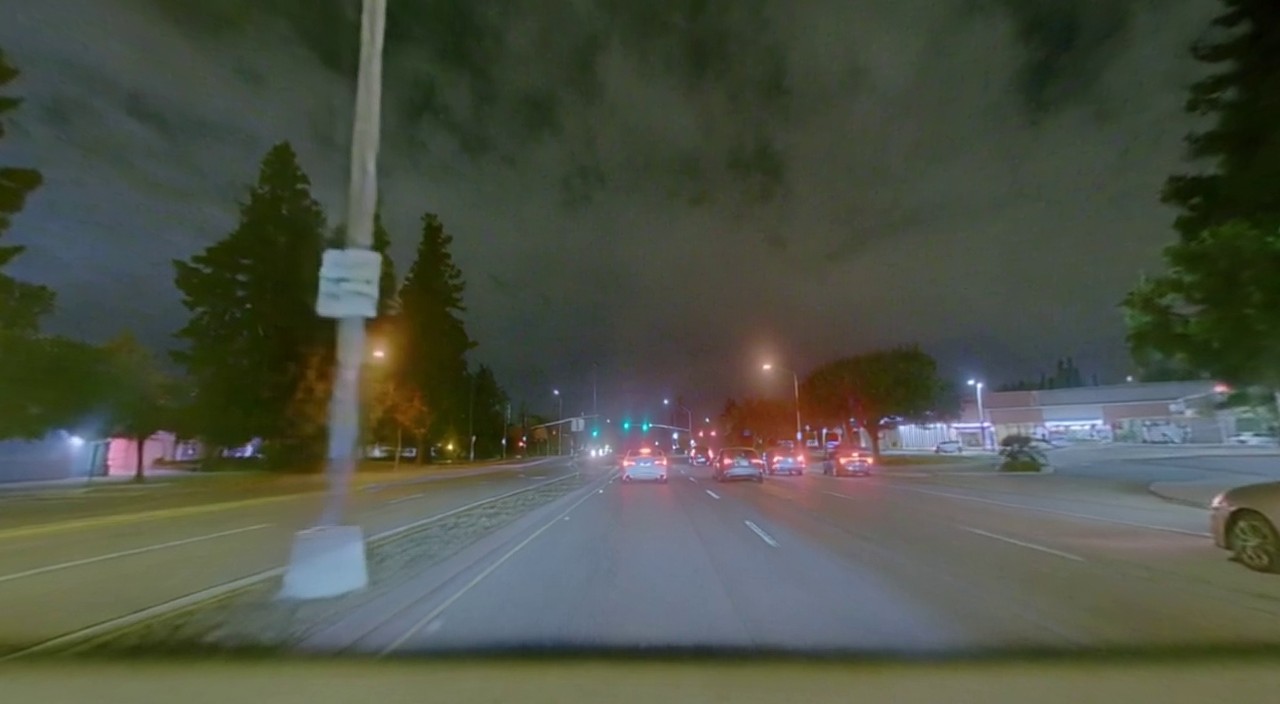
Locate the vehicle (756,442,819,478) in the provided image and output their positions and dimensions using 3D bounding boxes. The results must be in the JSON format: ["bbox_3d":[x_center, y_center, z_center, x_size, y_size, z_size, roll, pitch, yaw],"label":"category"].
[{"bbox_3d":[7.374,5.408,31.922,2.044,1.701,4.397,0,-8,-1],"label":"vehicle"}]

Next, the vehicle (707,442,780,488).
[{"bbox_3d":[3.727,4.139,23.504,1.988,1.528,4.144,0,-8,0],"label":"vehicle"}]

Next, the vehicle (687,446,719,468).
[{"bbox_3d":[4.410,7.459,44.903,1.862,1.457,4.204,0,-8,0],"label":"vehicle"}]

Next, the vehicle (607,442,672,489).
[{"bbox_3d":[-0.009,3.951,22.260,2.096,1.473,3.893,0,-8,0],"label":"vehicle"}]

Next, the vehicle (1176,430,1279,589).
[{"bbox_3d":[7.114,1.356,4.984,1.892,1.515,4.400,0,-8,1],"label":"vehicle"}]
